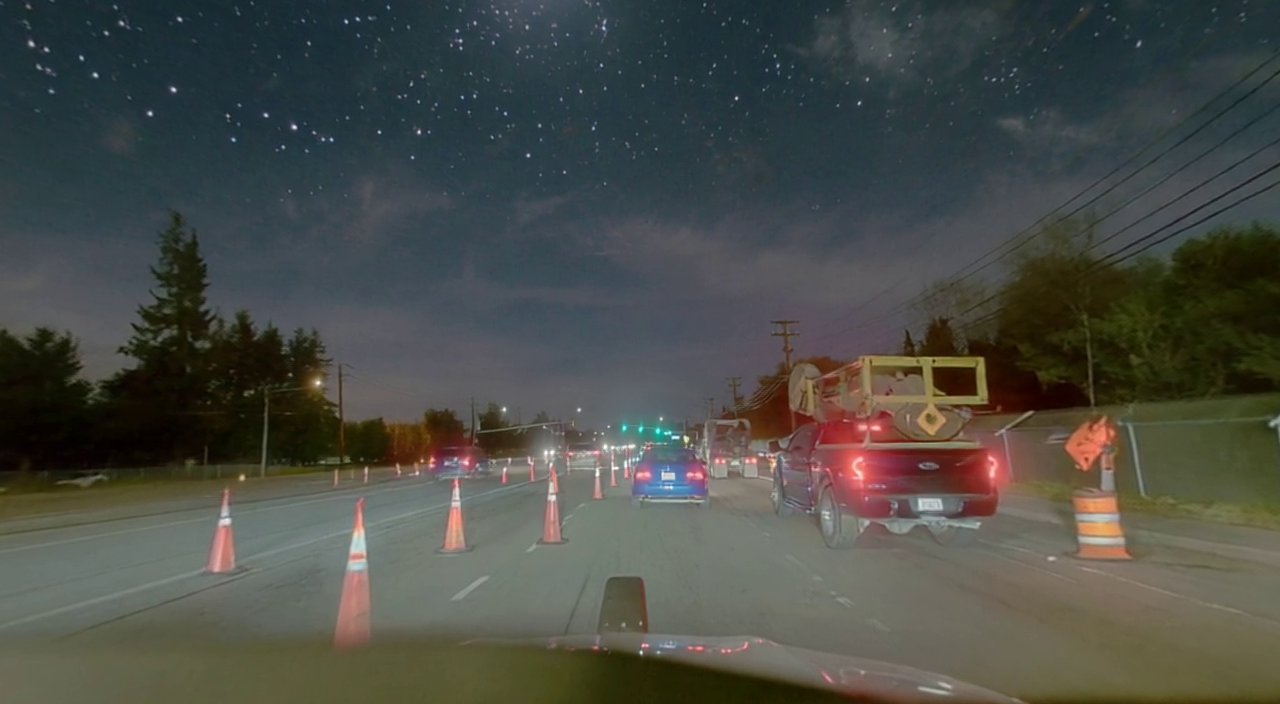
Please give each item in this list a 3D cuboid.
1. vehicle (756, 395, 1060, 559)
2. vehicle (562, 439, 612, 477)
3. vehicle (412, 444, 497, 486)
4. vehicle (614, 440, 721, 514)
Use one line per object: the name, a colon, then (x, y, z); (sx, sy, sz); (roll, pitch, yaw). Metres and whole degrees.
vehicle: (3.900, 2.012, 10.996); (2.555, 2.017, 6.201); (0, -9, 0)
vehicle: (-2.561, 5.257, 31.498); (1.989, 1.729, 4.184); (0, -9, 2)
vehicle: (-7.299, 4.468, 25.414); (2.018, 1.490, 4.926); (0, -8, -1)
vehicle: (0.592, 2.838, 14.858); (2.128, 1.473, 4.272); (0, -9, 1)
